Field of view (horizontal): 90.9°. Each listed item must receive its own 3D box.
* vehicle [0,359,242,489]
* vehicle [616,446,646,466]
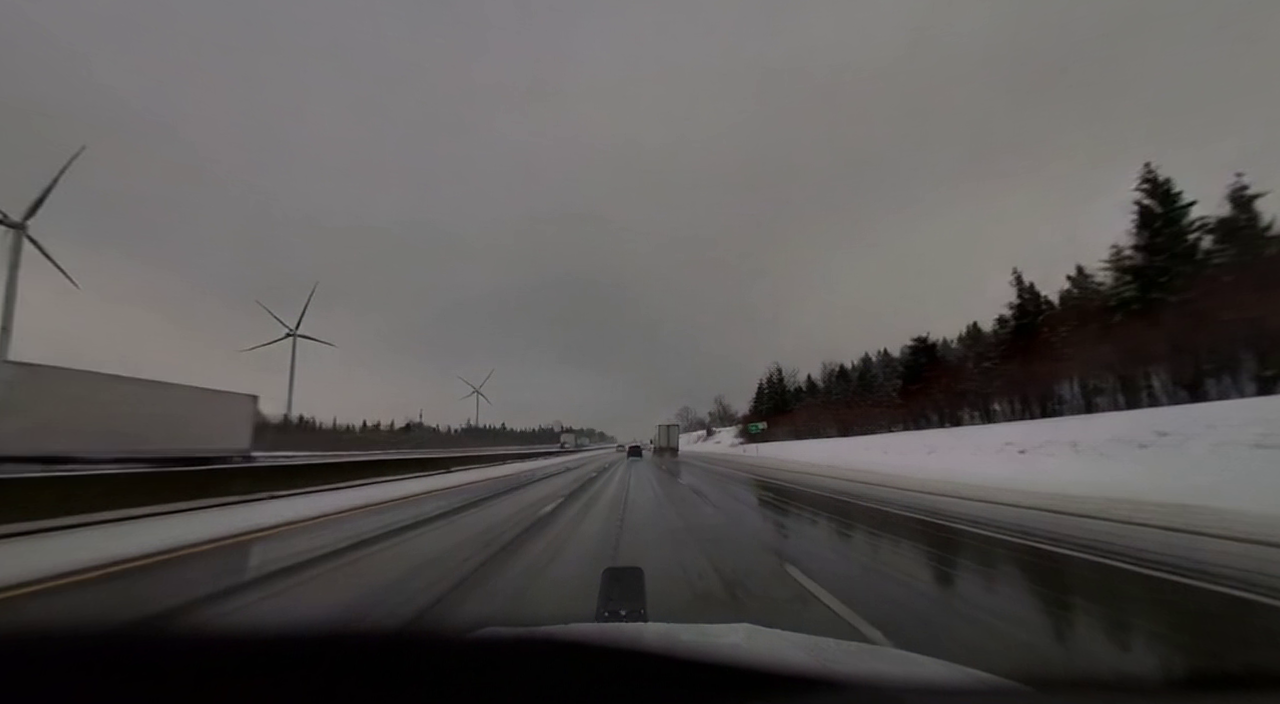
[{"bbox_3d":[-19.216,2.548,20.863,3.132,3.540,13.884,0,-9,0],"label":"vehicle"},{"bbox_3d":[-0.679,7.986,48.563,2.209,1.453,3.695,0,-9,-1],"label":"vehicle"}]
